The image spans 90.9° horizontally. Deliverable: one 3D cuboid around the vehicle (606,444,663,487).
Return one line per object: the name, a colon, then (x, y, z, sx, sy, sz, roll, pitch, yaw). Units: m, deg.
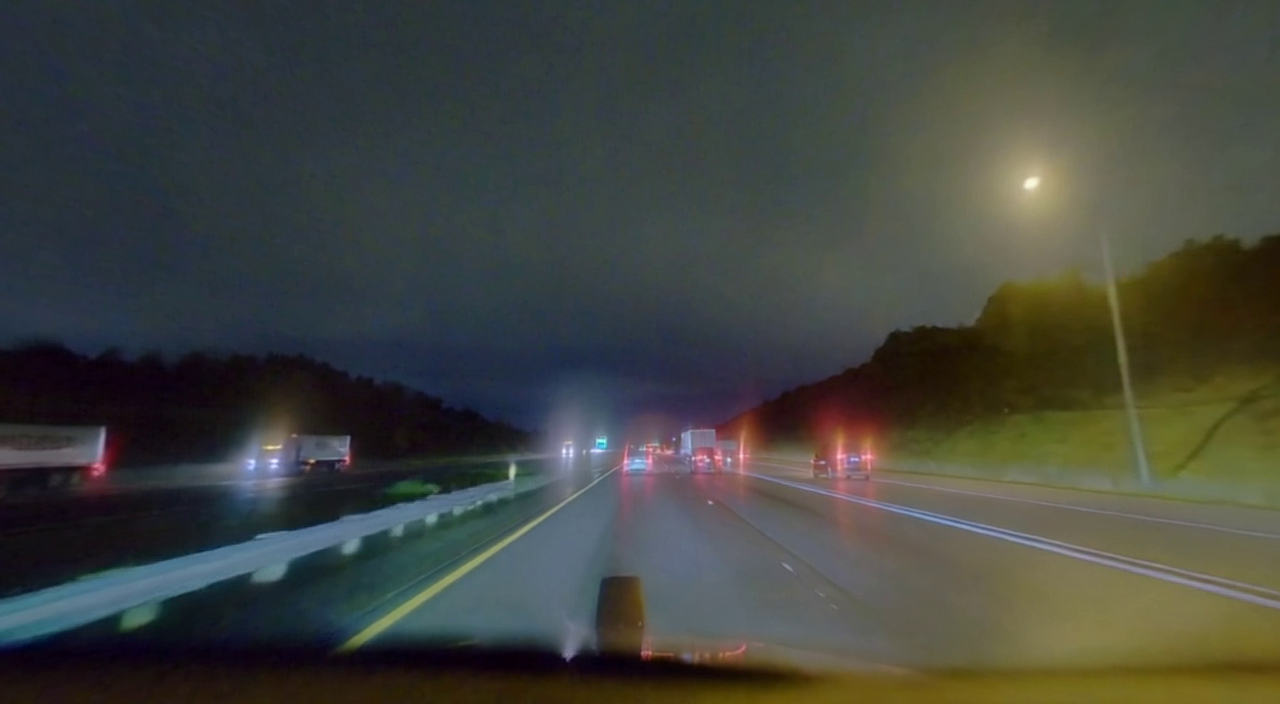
vehicle: (-0.203, 4.184, 23.478, 1.970, 1.441, 3.846, 0, -9, 0)

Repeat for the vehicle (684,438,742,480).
vehicle: (3.181, 4.791, 28.294, 2.048, 1.704, 4.284, 0, -9, -1)

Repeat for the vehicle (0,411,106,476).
vehicle: (-35.912, 4.691, 32.465, 2.892, 3.450, 16.147, 0, -9, -1)
